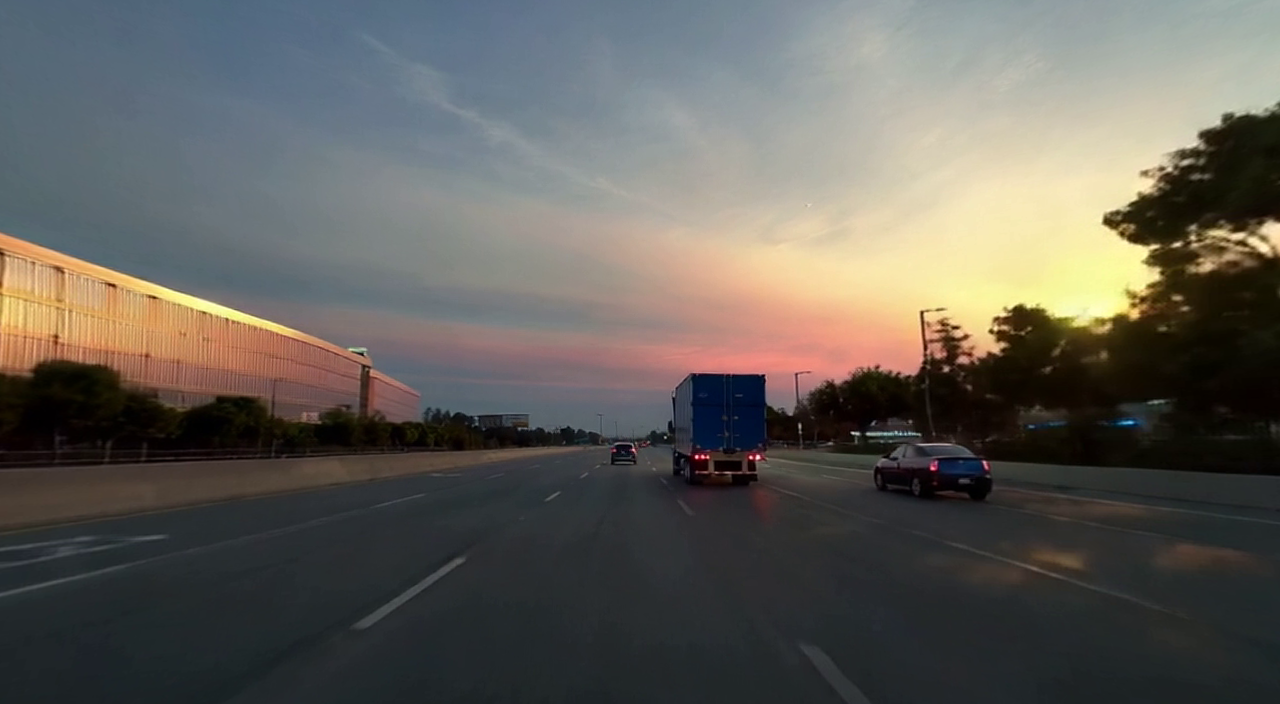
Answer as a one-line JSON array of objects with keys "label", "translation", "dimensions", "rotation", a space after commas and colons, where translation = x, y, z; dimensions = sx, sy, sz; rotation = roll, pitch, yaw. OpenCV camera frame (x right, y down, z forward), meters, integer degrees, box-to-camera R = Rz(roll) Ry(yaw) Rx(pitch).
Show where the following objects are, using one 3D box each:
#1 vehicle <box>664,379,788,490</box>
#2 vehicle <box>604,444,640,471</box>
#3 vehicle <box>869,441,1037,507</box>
[{"label": "vehicle", "translation": [2.785, 3.286, 24.557], "dimensions": [2.934, 3.325, 10.986], "rotation": [0, -9, -2]}, {"label": "vehicle", "translation": [-0.964, 5.865, 35.444], "dimensions": [1.929, 1.395, 3.999], "rotation": [0, -9, -1]}, {"label": "vehicle", "translation": [8.055, 3.150, 16.877], "dimensions": [2.105, 1.494, 4.537], "rotation": [0, -9, -1]}]
